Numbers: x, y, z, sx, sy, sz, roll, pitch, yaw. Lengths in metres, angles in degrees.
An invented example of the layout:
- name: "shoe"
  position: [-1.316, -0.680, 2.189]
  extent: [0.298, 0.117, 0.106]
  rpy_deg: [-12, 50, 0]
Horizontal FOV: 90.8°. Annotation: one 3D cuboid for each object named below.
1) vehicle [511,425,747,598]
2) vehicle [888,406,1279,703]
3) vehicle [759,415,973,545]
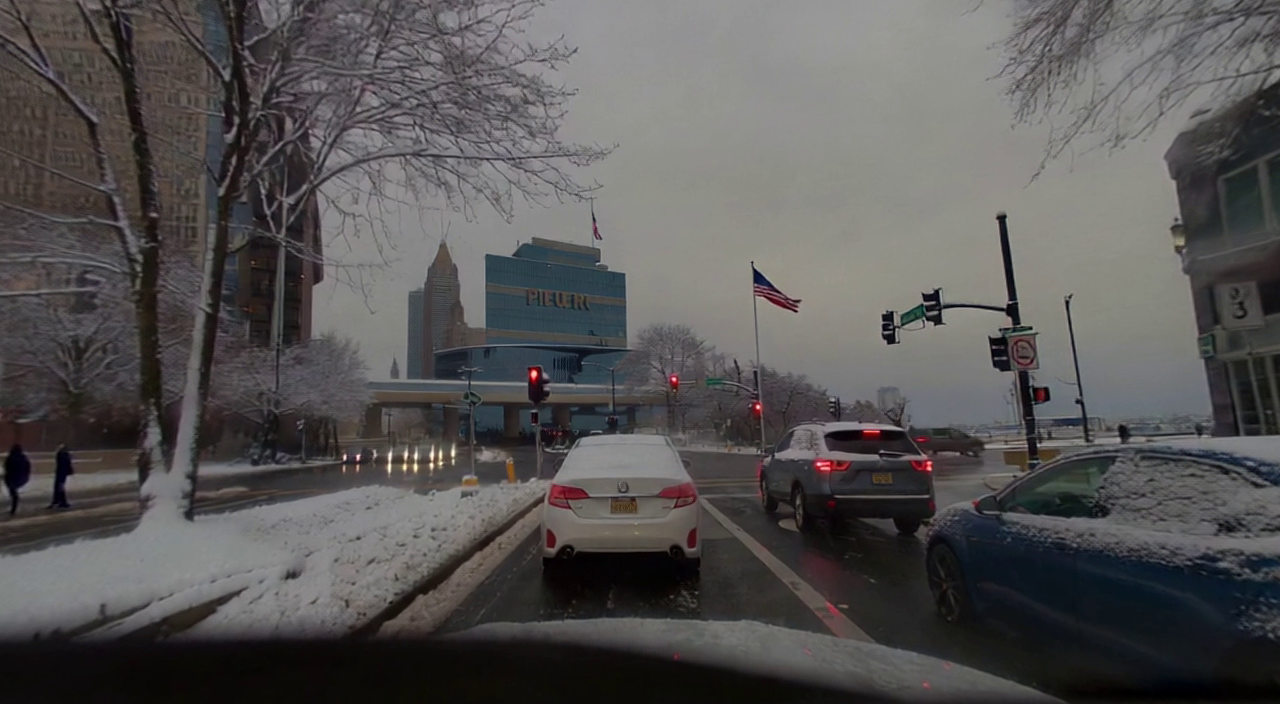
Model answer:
- name: "vehicle"
  position: [-0.106, 1.706, 7.571]
  extent: [2.096, 1.521, 3.747]
  rpy_deg: [0, -8, 0]
- name: "vehicle"
  position: [3.382, 1.180, 4.006]
  extent: [1.833, 1.465, 4.258]
  rpy_deg: [0, -8, -1]
- name: "vehicle"
  position: [3.501, 2.081, 10.929]
  extent: [1.978, 1.738, 4.599]
  rpy_deg: [0, -8, 0]
